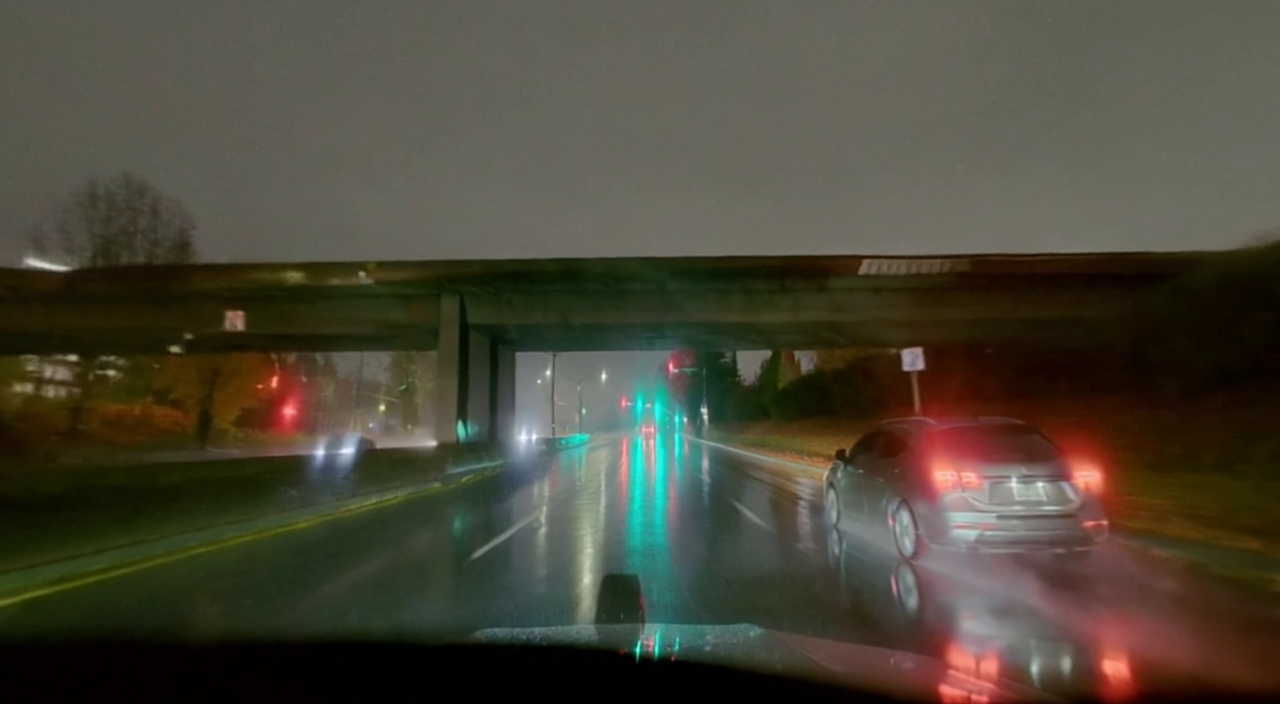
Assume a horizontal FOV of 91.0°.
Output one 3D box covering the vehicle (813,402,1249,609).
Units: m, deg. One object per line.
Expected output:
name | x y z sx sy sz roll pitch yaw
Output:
vehicle | 3.583 1.492 7.056 2.063 1.542 4.420 -1 -8 1

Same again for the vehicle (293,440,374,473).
vehicle | -15.338 5.235 31.792 1.819 1.491 4.414 -1 -8 0
